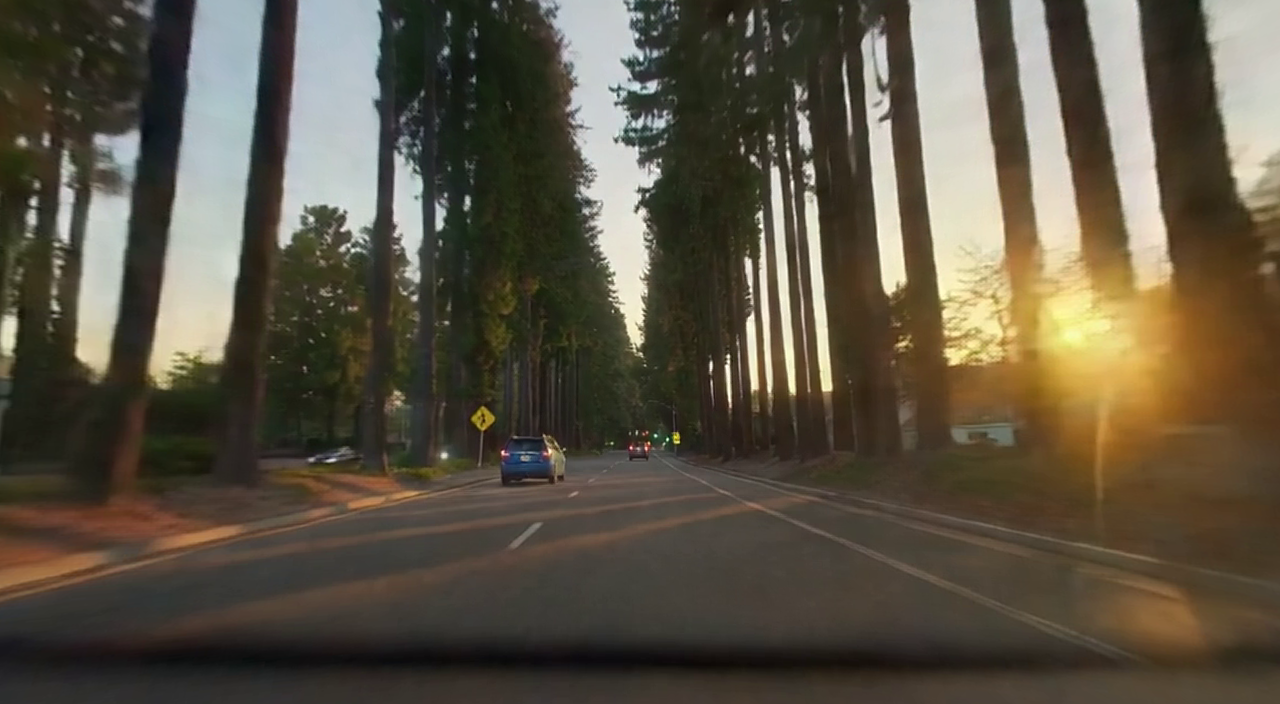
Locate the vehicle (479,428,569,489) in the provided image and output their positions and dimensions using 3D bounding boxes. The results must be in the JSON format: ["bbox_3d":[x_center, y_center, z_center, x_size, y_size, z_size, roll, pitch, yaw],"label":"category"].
[{"bbox_3d":[-3.647,3.434,20.726,2.078,1.748,4.279,0,-8,1],"label":"vehicle"}]

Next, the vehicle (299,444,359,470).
[{"bbox_3d":[-21.045,7.097,42.948,1.875,1.602,4.317,0,-8,0],"label":"vehicle"}]
